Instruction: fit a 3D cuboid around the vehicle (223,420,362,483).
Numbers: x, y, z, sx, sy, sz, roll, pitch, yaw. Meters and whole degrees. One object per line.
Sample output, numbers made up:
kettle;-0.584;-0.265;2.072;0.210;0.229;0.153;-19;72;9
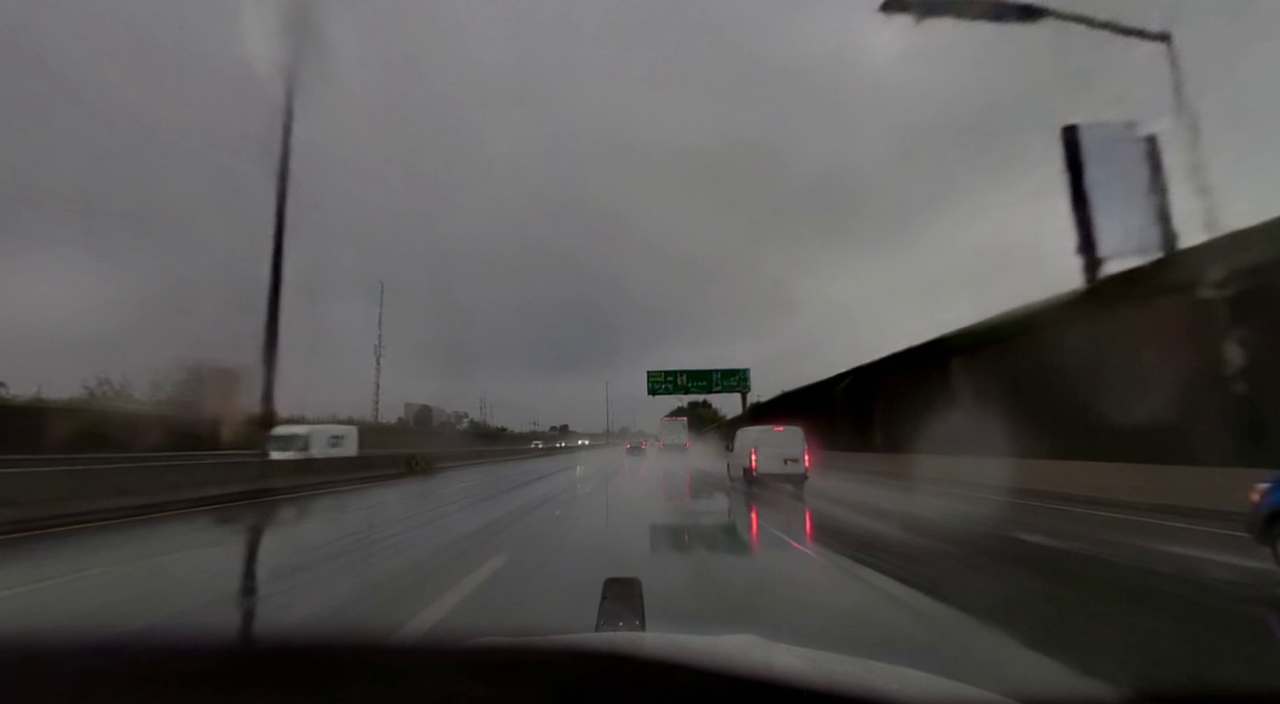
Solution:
vehicle;-17.705;5.182;33.074;2.792;2.832;8.825;1;-9;-4

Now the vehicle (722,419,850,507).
vehicle;3.548;2.819;16.422;2.035;1.931;4.841;0;-9;-1
